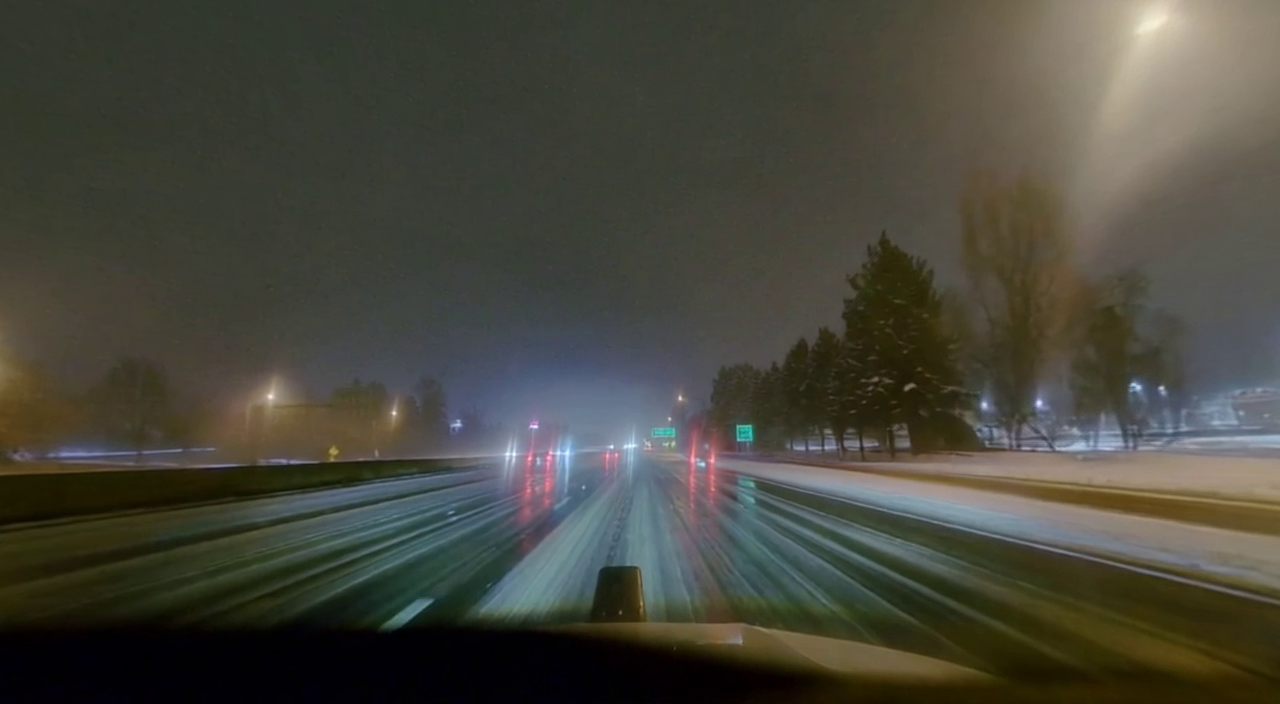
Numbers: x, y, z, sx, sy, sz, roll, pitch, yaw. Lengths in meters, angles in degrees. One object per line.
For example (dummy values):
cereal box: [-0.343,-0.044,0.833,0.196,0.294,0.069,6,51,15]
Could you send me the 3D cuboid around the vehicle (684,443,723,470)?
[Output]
vehicle: [4.111,6.861,41.468,2.047,1.662,4.243,0,-9,0]
